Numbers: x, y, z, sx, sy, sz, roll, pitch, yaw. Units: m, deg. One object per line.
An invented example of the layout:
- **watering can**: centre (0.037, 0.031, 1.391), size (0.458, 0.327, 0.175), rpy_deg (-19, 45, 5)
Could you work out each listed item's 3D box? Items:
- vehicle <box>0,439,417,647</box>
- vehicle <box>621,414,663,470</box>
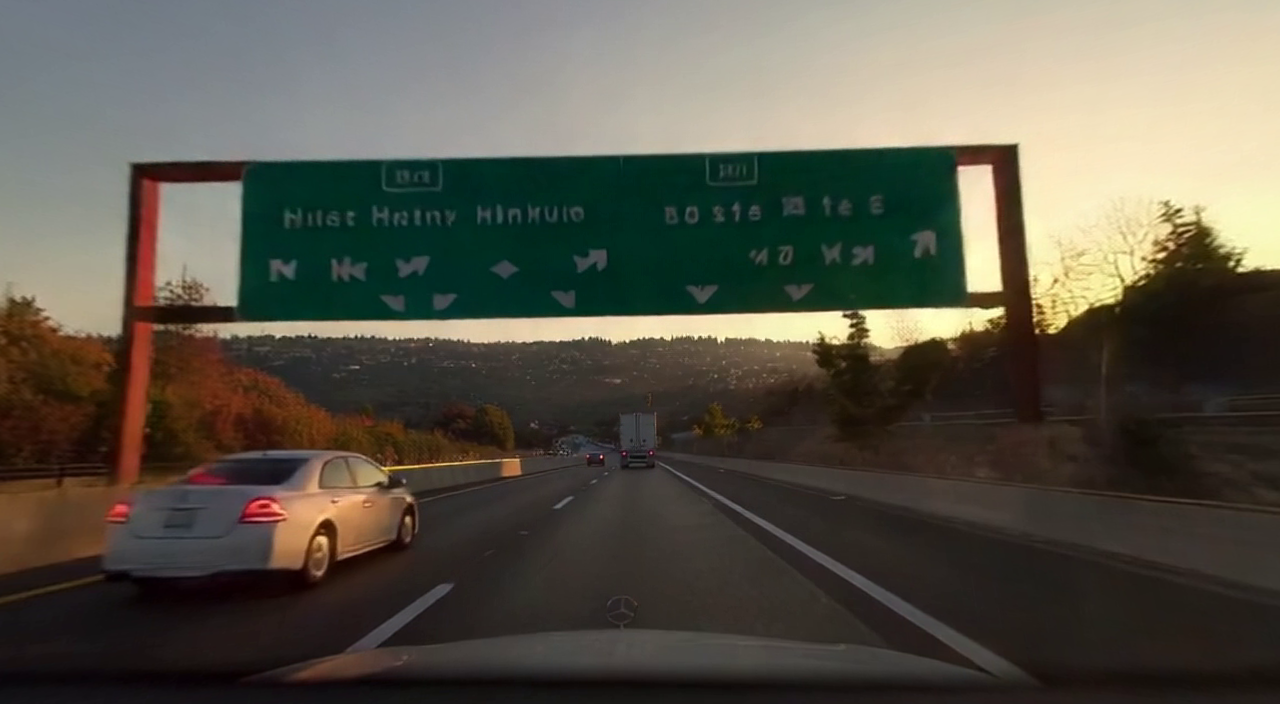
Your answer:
- **vehicle**: centre (-4.014, 1.673, 6.580), size (1.839, 1.451, 4.097), rpy_deg (0, -9, 1)
- **vehicle**: centre (-0.022, 6.897, 47.980), size (2.864, 3.805, 9.500), rpy_deg (0, -9, -2)
